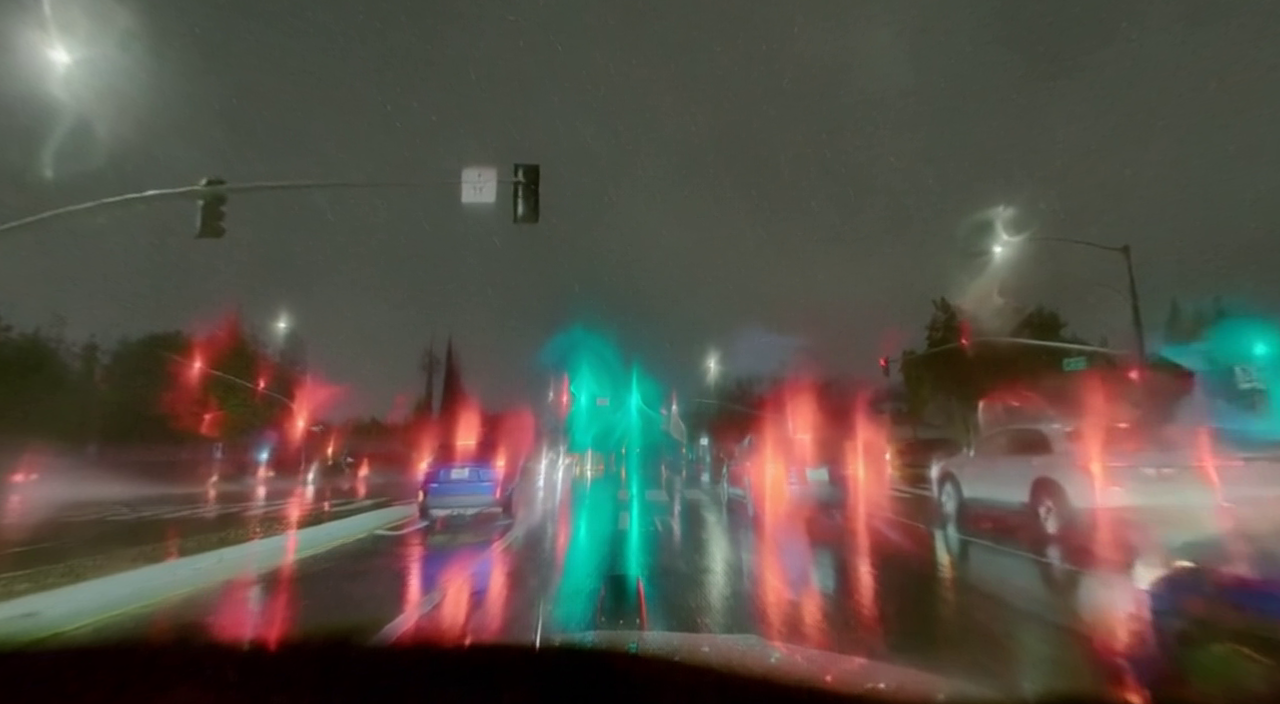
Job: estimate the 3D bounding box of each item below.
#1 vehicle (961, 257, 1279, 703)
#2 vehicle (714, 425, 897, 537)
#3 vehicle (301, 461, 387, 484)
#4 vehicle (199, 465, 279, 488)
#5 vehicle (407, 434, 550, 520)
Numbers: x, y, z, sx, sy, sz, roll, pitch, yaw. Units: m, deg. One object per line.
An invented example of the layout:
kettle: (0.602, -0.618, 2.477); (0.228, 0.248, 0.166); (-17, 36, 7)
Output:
vehicle: (2.893, 0.492, 0.891); (2.247, 1.738, 4.818); (0, -8, -1)
vehicle: (2.775, 2.281, 11.849); (2.099, 1.671, 4.491); (0, -8, -2)
vehicle: (-20.043, 8.171, 42.918); (4.825, 1.483, 1.817); (0, -9, -3)
vehicle: (-28.855, 8.961, 45.549); (4.461, 1.469, 1.788); (0, -8, -2)
vehicle: (-3.170, 2.532, 13.265); (1.969, 1.513, 3.773); (0, -8, 1)
